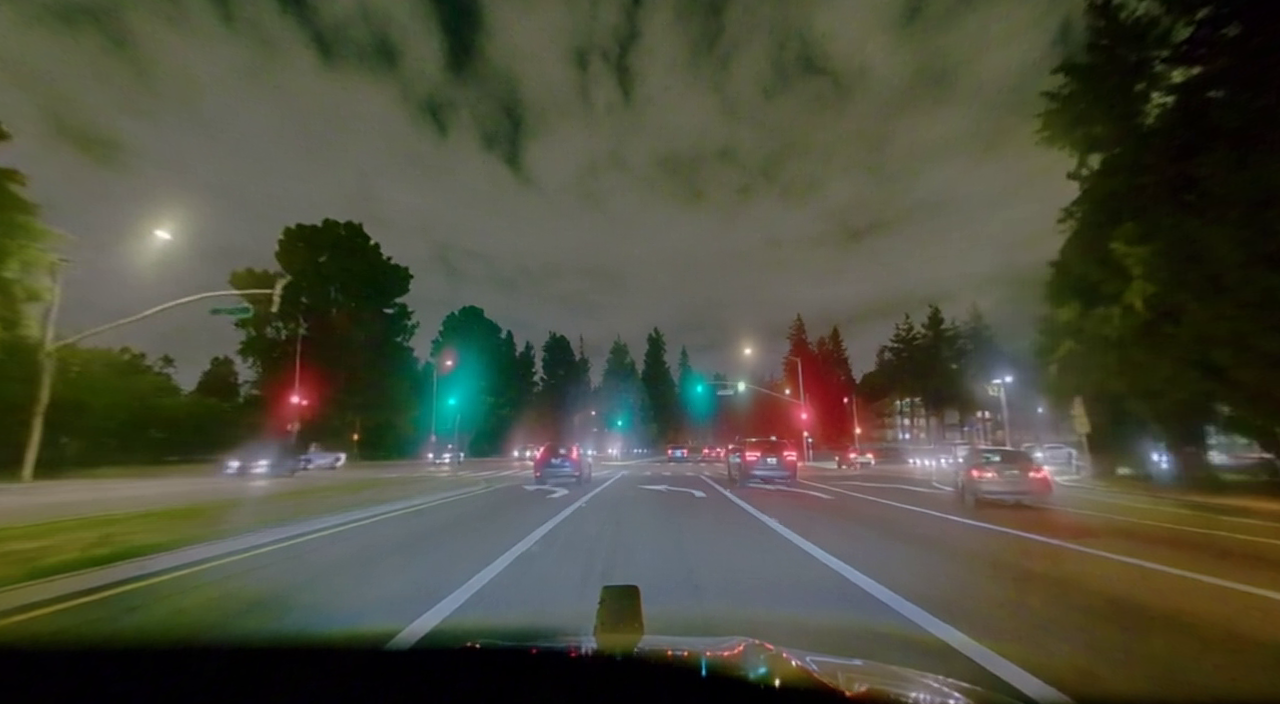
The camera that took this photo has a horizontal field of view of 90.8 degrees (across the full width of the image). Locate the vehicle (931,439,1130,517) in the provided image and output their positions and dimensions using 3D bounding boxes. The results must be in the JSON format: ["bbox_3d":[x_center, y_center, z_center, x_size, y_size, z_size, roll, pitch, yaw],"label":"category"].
[{"bbox_3d":[8.550,2.766,14.365,1.949,1.492,4.103,0,-9,1],"label":"vehicle"}]

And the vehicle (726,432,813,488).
[{"bbox_3d":[4.537,3.865,22.900,2.209,1.813,4.724,0,-8,1],"label":"vehicle"}]

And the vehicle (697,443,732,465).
[{"bbox_3d":[5.178,7.140,44.466,2.064,1.474,4.389,0,-9,2],"label":"vehicle"}]

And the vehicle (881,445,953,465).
[{"bbox_3d":[21.225,7.902,48.485,4.816,1.443,1.949,3,-9,-16],"label":"vehicle"}]

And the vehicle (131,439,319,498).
[{"bbox_3d":[-11.681,3.283,18.284,2.261,1.477,4.490,0,-9,2],"label":"vehicle"}]

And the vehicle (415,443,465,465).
[{"bbox_3d":[-13.992,7.148,44.376,1.794,1.440,4.351,-1,-9,4],"label":"vehicle"}]

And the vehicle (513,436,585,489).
[{"bbox_3d":[-3.332,4.144,24.103,2.258,1.812,4.650,0,-9,-2],"label":"vehicle"}]
